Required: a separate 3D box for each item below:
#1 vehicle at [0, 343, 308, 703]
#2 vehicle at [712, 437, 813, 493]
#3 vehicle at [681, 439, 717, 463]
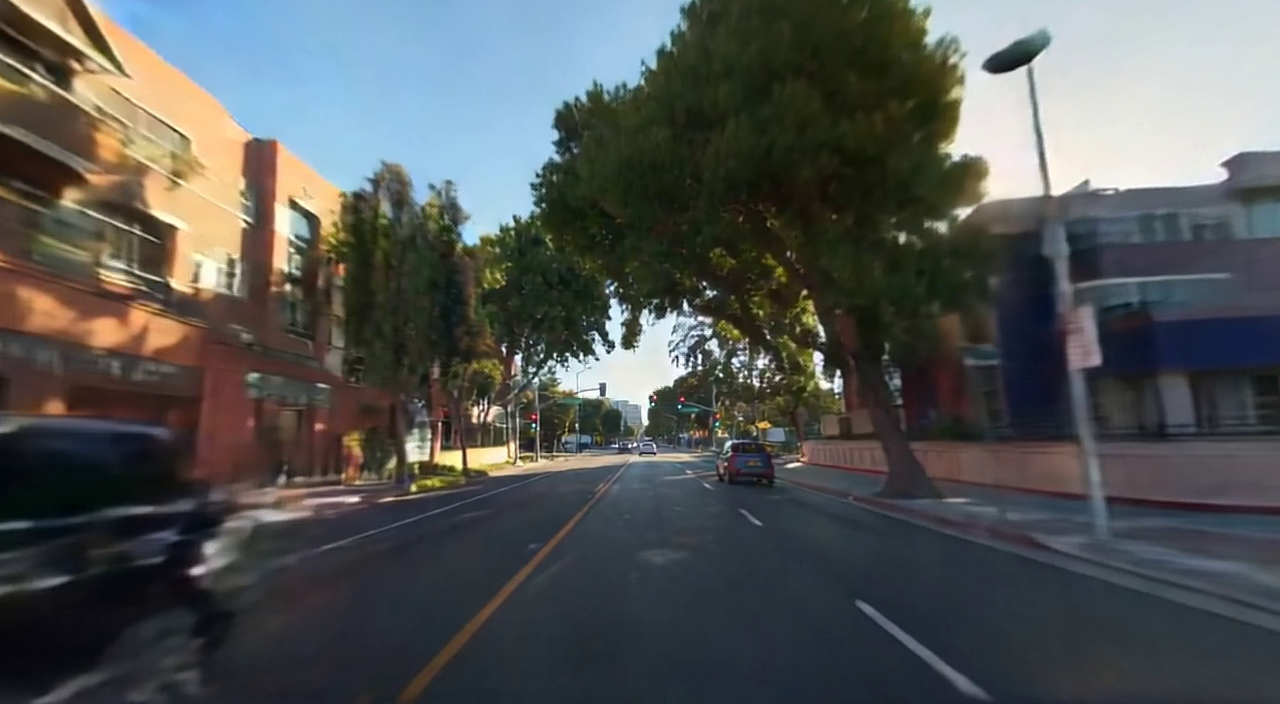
[{"bbox_3d":[-3.049,0.746,1.423,2.109,1.681,4.417,0,-9,1],"label":"vehicle"},{"bbox_3d":[3.572,3.393,19.353,2.072,1.471,4.834,0,-9,-1],"label":"vehicle"},{"bbox_3d":[4.147,7.061,45.007,2.035,1.564,4.719,0,-9,0],"label":"vehicle"}]
